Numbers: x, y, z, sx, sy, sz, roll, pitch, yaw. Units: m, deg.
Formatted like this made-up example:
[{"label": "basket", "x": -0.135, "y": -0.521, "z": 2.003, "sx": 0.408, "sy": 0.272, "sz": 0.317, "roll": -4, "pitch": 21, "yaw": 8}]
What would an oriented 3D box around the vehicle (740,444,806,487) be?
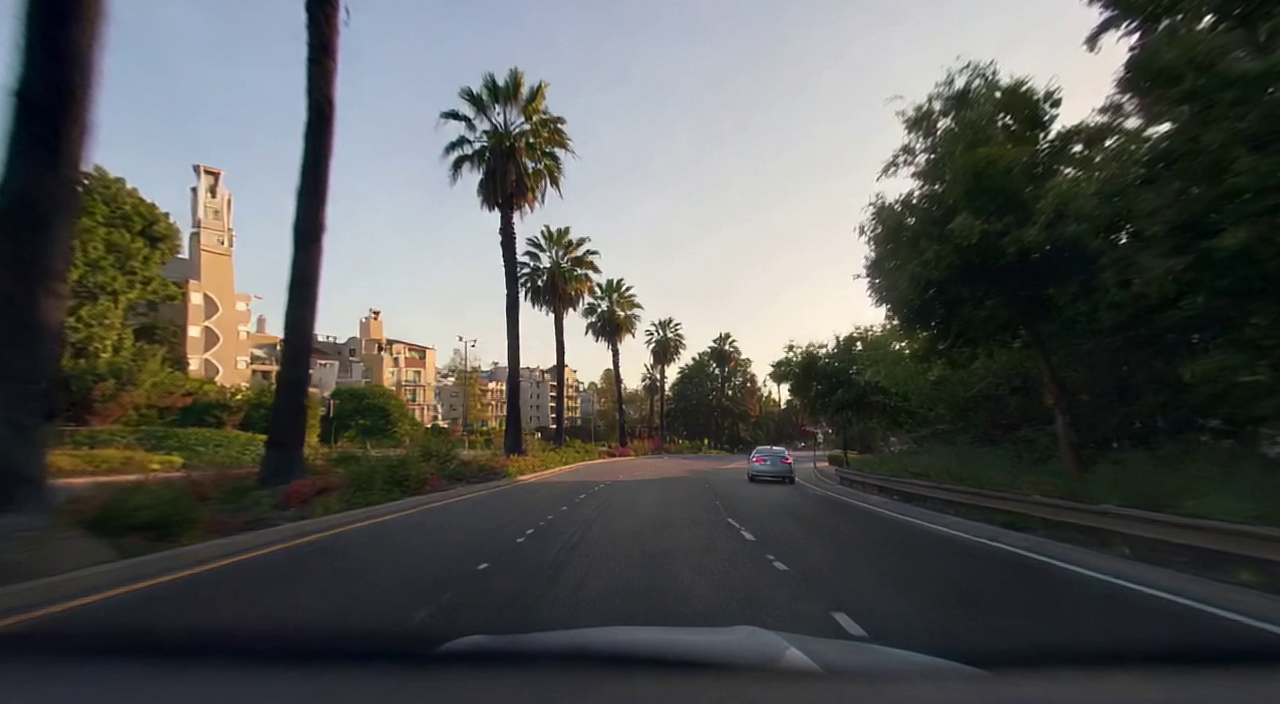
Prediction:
[{"label": "vehicle", "x": 4.999, "y": 4.306, "z": 24.299, "sx": 1.993, "sy": 1.483, "sz": 3.821, "roll": -1, "pitch": -9, "yaw": 5}]
